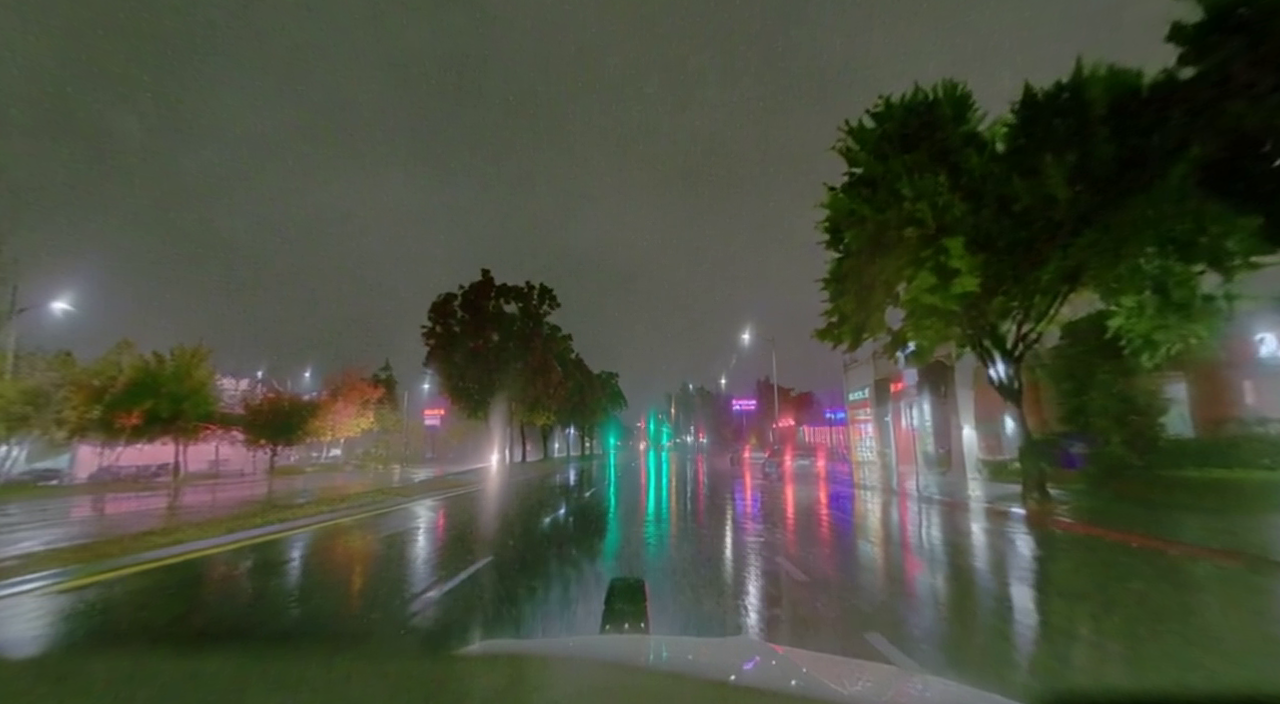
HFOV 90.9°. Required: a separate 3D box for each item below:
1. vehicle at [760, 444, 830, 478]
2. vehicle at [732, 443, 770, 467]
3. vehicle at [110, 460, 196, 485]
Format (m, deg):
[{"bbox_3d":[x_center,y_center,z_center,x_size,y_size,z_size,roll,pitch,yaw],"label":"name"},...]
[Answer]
[{"bbox_3d":[7.382,5.210,30.593,2.119,1.458,4.965,1,-8,0],"label":"vehicle"},{"bbox_3d":[7.666,7.151,44.043,1.923,1.498,4.676,1,-8,2],"label":"vehicle"},{"bbox_3d":[-34.806,8.625,45.147,4.405,1.458,1.990,-2,-9,-4],"label":"vehicle"}]
